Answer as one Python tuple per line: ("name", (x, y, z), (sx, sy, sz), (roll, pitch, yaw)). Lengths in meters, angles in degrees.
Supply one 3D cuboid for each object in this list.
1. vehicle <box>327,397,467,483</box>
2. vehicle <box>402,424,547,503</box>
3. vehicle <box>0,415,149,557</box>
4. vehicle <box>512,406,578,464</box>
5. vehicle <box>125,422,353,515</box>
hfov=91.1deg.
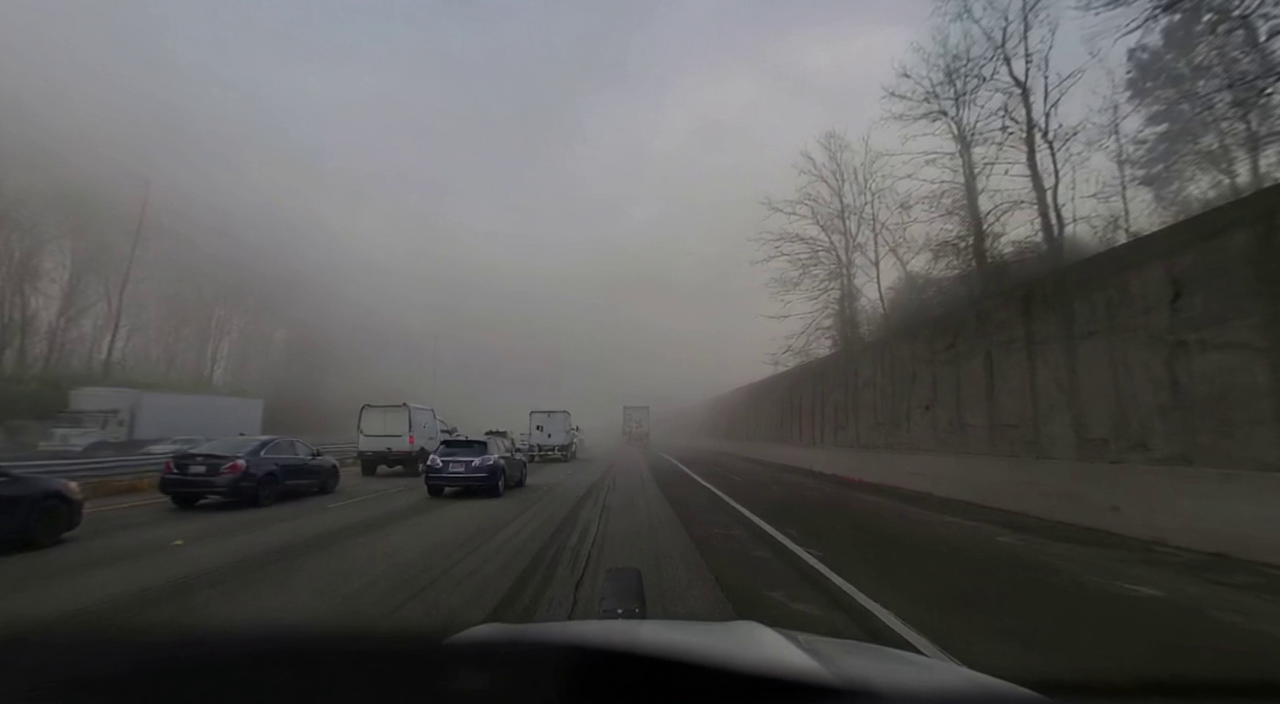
("vehicle", (-7.703, 2.878, 20.786), (2.386, 2.435, 5.831), (0, -8, -1))
("vehicle", (-3.458, 2.400, 14.058), (2.089, 1.485, 4.153), (0, -8, 0))
("vehicle", (-8.097, 1.468, 6.814), (2.032, 1.560, 4.327), (0, -8, 0))
("vehicle", (-4.433, 3.984, 30.245), (2.427, 2.514, 5.159), (0, -8, 0))
("vehicle", (-7.683, 2.233, 12.626), (1.957, 1.545, 3.971), (0, -8, 0))
